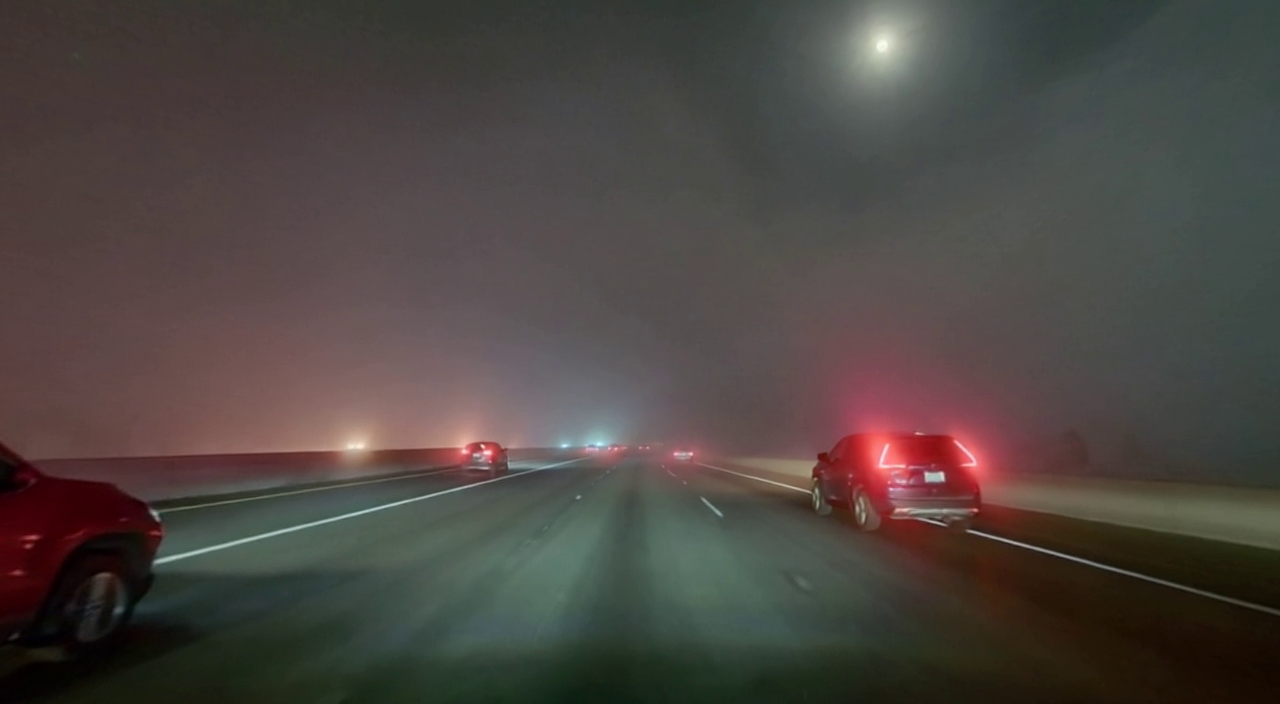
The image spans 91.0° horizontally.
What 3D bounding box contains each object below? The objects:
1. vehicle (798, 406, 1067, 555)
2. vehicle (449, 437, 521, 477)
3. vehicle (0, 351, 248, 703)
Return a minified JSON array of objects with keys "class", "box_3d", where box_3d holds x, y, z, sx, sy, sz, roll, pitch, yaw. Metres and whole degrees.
[{"class":"vehicle","box_3d":[4.303,1.978,10.388,2.153,1.860,4.689,0,-9,0]},{"class":"vehicle","box_3d":[-7.176,4.930,29.784,2.095,1.696,4.680,-1,-9,2]},{"class":"vehicle","box_3d":[-3.982,0.796,2.251,2.214,1.743,4.465,-1,-9,1]}]
